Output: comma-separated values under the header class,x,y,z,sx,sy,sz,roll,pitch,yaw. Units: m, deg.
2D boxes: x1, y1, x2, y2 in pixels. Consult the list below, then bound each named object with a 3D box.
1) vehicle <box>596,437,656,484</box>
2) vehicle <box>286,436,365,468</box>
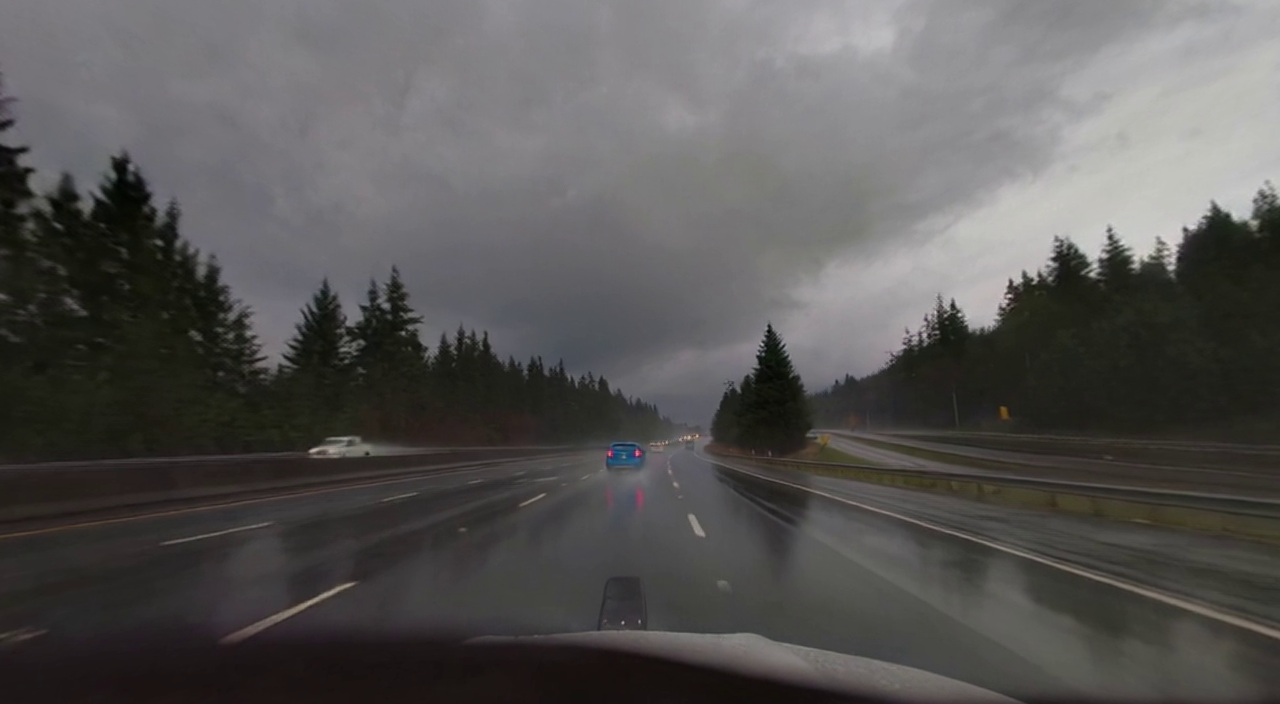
class,x,y,z,sx,sy,sz,roll,pitch,yaw
vehicle,-0.479,4.306,25.265,2.133,1.686,4.203,-1,-8,3
vehicle,-21.444,6.820,43.088,2.342,1.981,5.534,-1,-8,3
